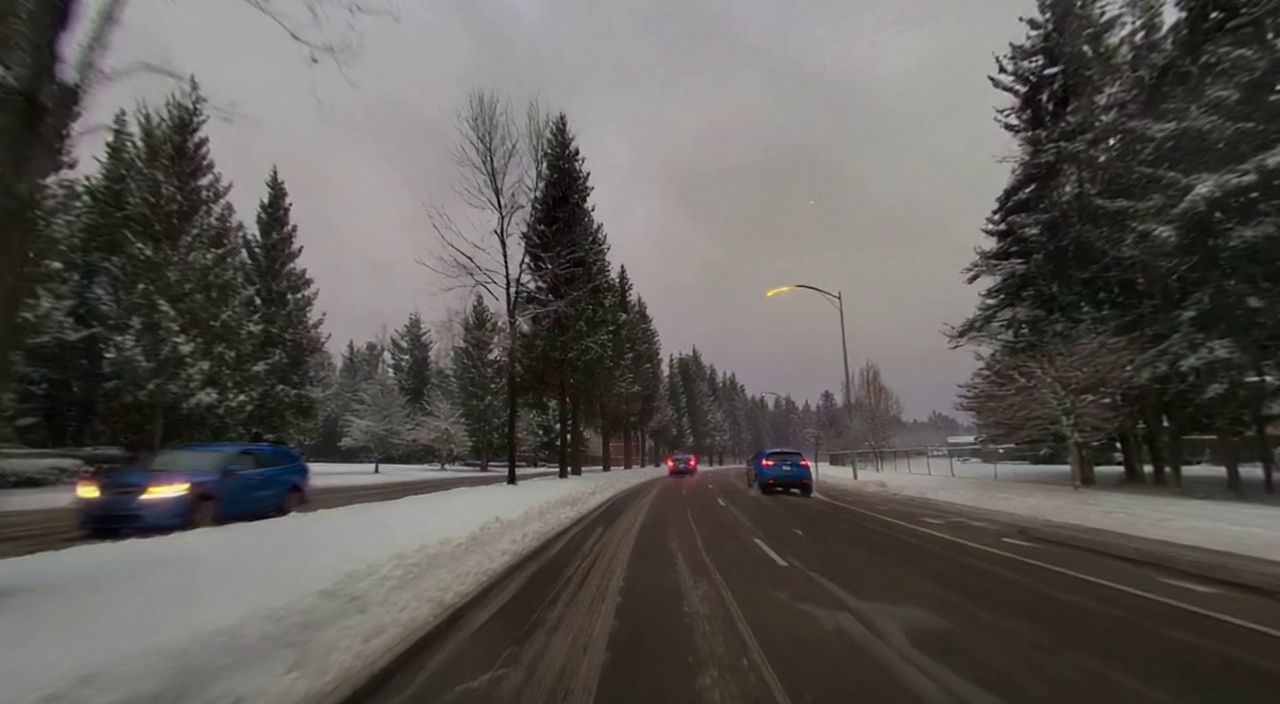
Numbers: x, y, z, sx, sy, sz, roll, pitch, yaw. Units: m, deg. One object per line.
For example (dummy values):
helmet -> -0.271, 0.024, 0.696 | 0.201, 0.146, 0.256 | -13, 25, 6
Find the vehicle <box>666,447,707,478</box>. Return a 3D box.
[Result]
vehicle -> 3.028, 7.007, 40.137 | 2.251, 1.822, 4.391 | -1, -9, 9

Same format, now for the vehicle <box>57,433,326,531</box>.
vehicle -> -8.709, 2.524, 12.883 | 2.064, 1.628, 4.524 | 0, -8, 2

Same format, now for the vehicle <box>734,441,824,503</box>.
vehicle -> 4.136, 3.607, 19.402 | 1.971, 1.663, 4.287 | 0, -9, 3
